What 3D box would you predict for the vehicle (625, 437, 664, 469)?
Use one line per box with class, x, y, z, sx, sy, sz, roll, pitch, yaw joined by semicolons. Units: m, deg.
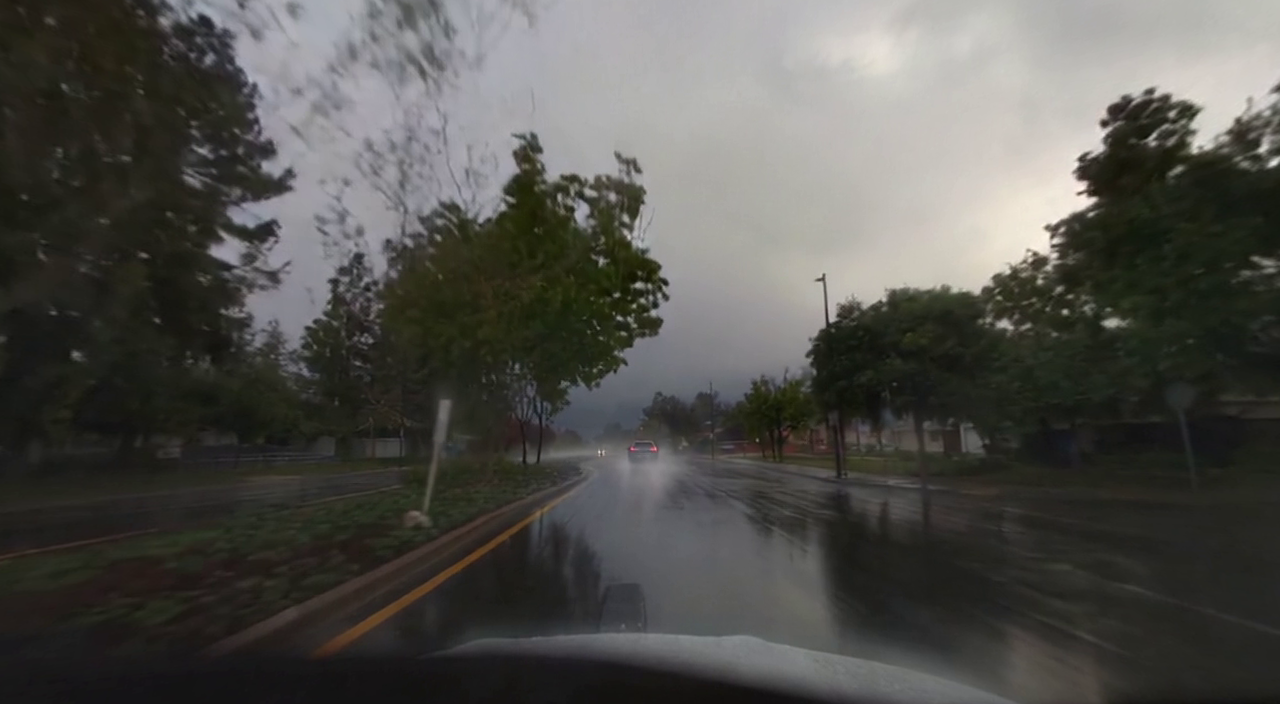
vehicle;0.207;6.010;37.488;2.165;1.783;4.391;1;-9;-1
